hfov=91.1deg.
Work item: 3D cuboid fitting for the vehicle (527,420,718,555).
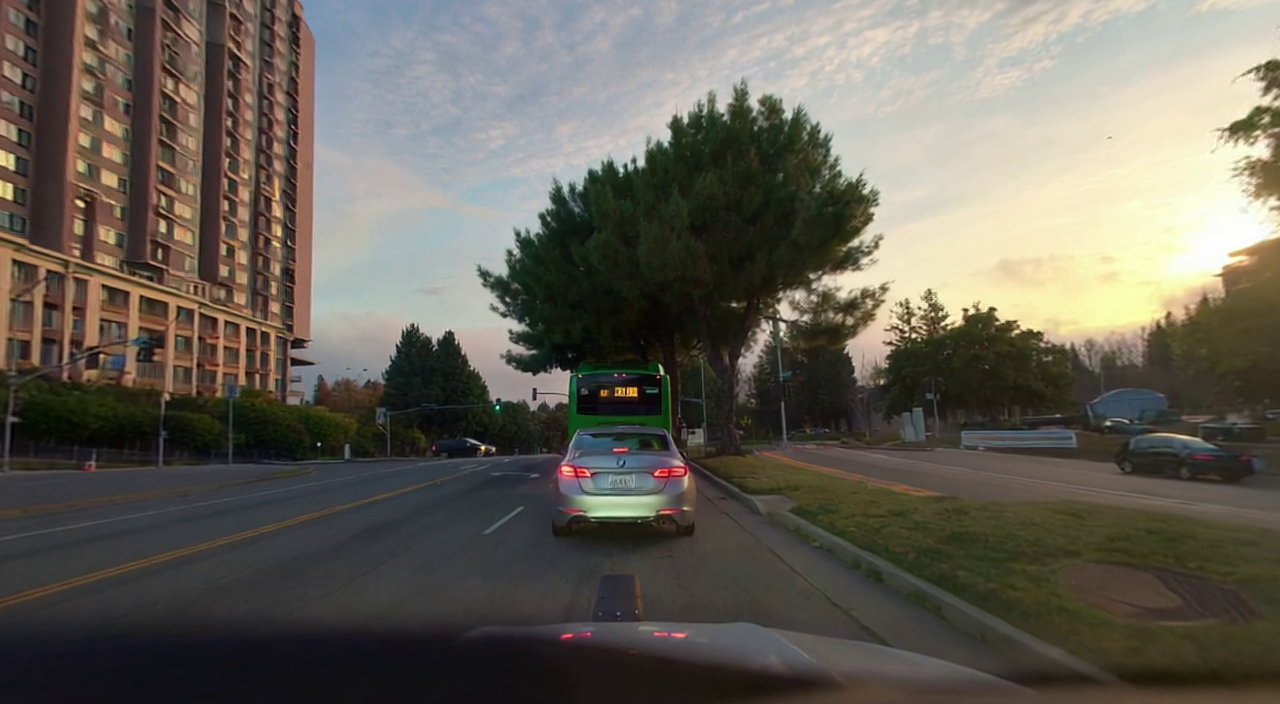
[{"bbox_3d":[-0.232,1.734,8.856,2.064,1.452,3.942,0,-8,-1],"label":"vehicle"}]
